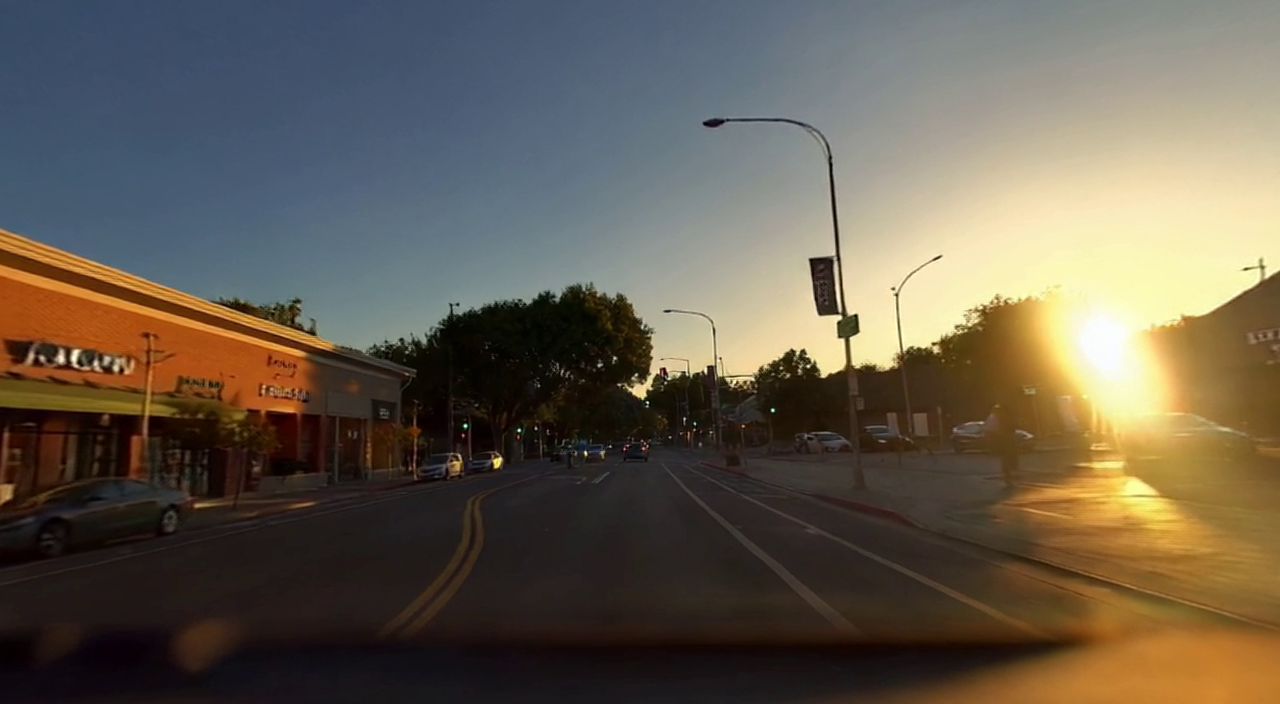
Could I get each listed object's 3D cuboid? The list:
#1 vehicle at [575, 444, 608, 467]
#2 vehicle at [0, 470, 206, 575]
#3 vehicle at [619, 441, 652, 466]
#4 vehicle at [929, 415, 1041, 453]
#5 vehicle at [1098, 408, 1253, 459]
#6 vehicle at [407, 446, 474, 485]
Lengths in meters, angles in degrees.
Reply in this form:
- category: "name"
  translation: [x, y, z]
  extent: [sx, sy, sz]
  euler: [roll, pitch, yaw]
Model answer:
- category: "vehicle"
  translation: [-3.223, 6.950, 42.664]
  extent: [1.987, 1.461, 4.228]
  euler: [0, -8, -1]
- category: "vehicle"
  translation: [-10.966, 3.130, 12.319]
  extent: [1.828, 1.470, 4.523]
  euler: [0, -8, -1]
- category: "vehicle"
  translation: [-0.281, 6.866, 42.802]
  extent: [2.105, 1.611, 3.750]
  euler: [0, -8, 0]
- category: "vehicle"
  translation: [16.745, 4.006, 30.854]
  extent: [4.135, 1.753, 2.122]
  euler: [0, -8, 1]
- category: "vehicle"
  translation: [17.048, 2.695, 20.459]
  extent: [1.773, 1.446, 4.421]
  euler: [-2, -9, 10]
- category: "vehicle"
  translation: [-10.873, 6.183, 34.786]
  extent: [2.033, 1.930, 4.786]
  euler: [0, -8, 1]
